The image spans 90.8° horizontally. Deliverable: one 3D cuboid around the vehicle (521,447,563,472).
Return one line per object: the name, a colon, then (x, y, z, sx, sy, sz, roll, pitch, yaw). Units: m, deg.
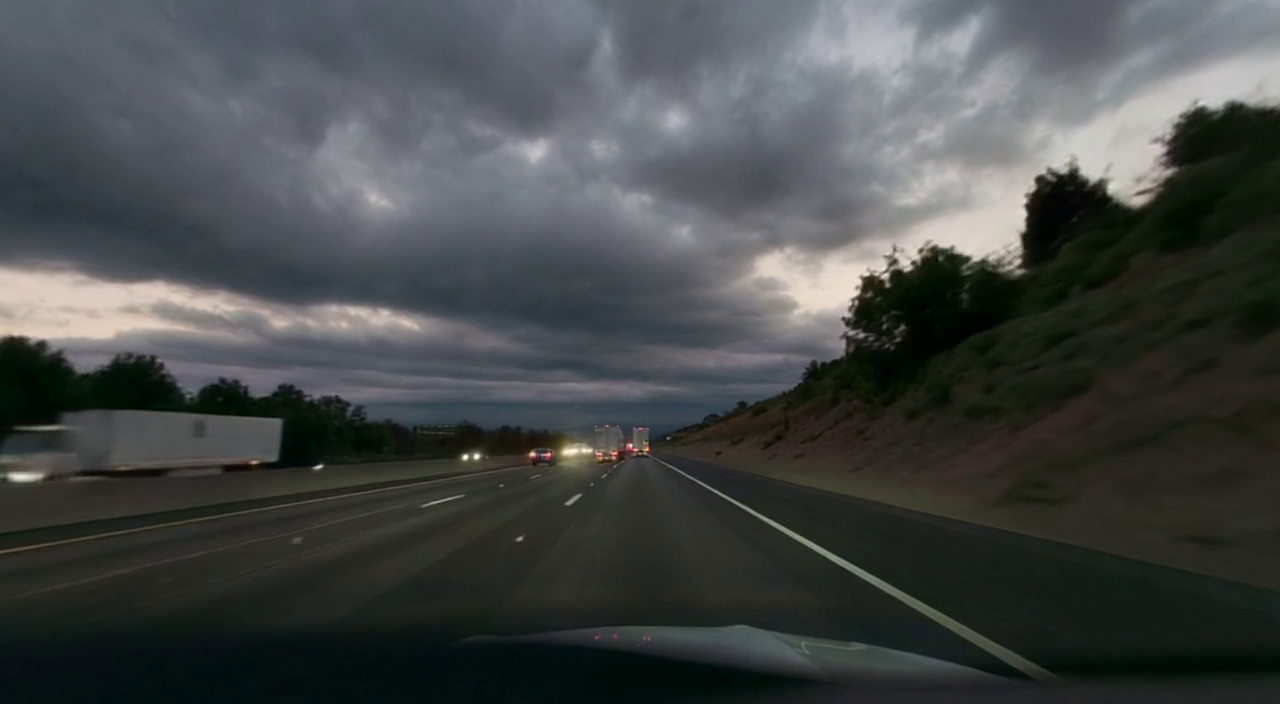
vehicle: (-6.317, 6.987, 41.116, 2.091, 1.527, 4.455, 0, -9, -1)

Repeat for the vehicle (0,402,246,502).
vehicle: (-22.750, 4.556, 28.798, 2.948, 3.729, 10.045, 0, -9, 0)
